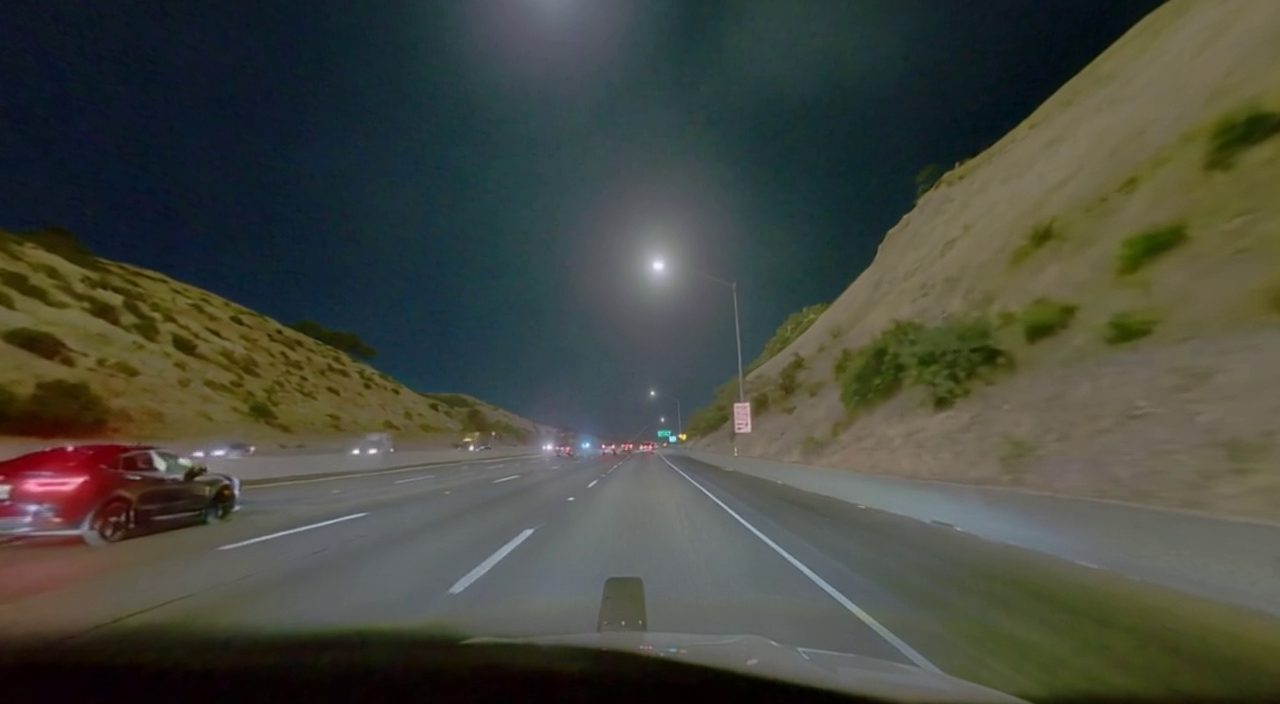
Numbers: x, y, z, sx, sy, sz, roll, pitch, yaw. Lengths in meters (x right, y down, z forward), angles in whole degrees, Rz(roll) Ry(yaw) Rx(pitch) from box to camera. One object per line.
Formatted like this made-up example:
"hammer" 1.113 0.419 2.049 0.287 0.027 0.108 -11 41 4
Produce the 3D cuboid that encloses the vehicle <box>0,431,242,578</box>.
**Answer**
"vehicle" -7.433 1.754 7.770 1.949 1.465 4.563 0 -8 1
